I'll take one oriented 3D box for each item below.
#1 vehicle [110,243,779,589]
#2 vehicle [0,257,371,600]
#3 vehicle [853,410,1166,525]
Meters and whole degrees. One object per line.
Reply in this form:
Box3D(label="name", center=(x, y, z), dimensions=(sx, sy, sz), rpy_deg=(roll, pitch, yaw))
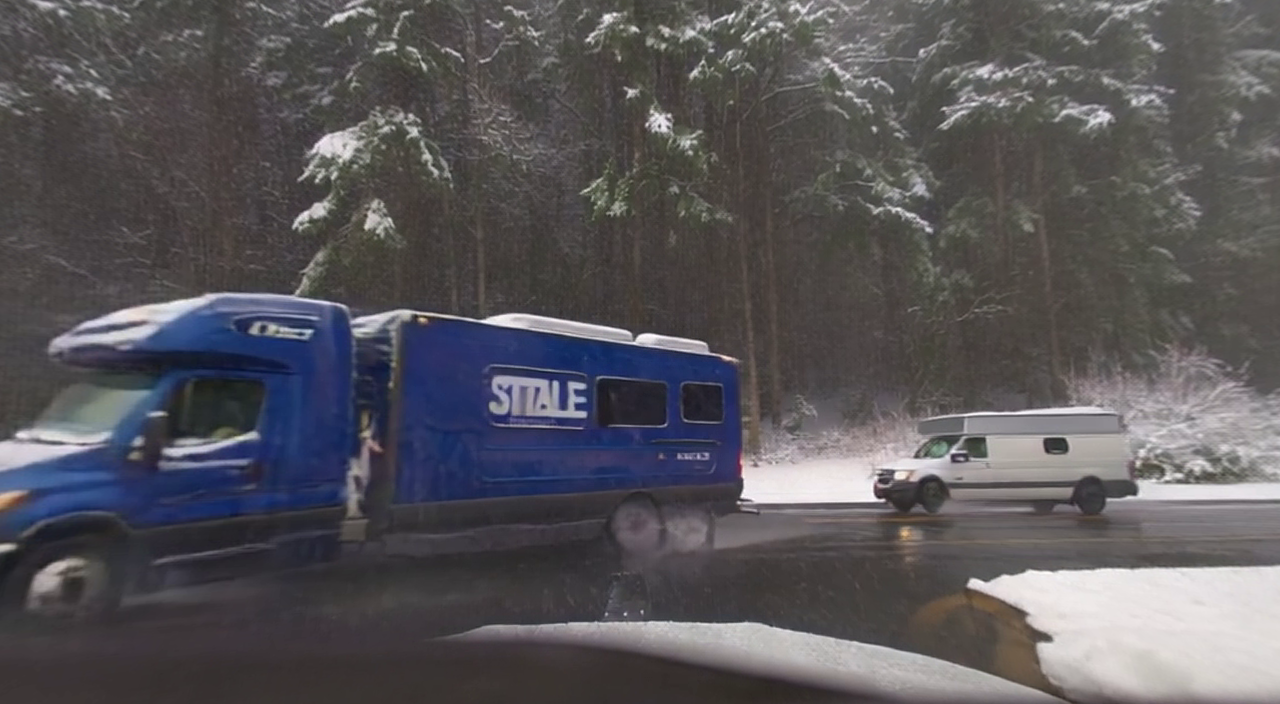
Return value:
Box3D(label="vehicle", center=(-2.153, 1.191, 10.509), dimensions=(9.765, 3.622, 2.740), rpy_deg=(6, -11, -35))
Box3D(label="vehicle", center=(-6.100, 0.944, 7.558), dimensions=(4.552, 3.175, 2.847), rpy_deg=(6, -11, -37))
Box3D(label="vehicle", center=(8.443, 2.659, 14.850), dimensions=(5.923, 2.424, 2.247), rpy_deg=(0, -9, -4))
